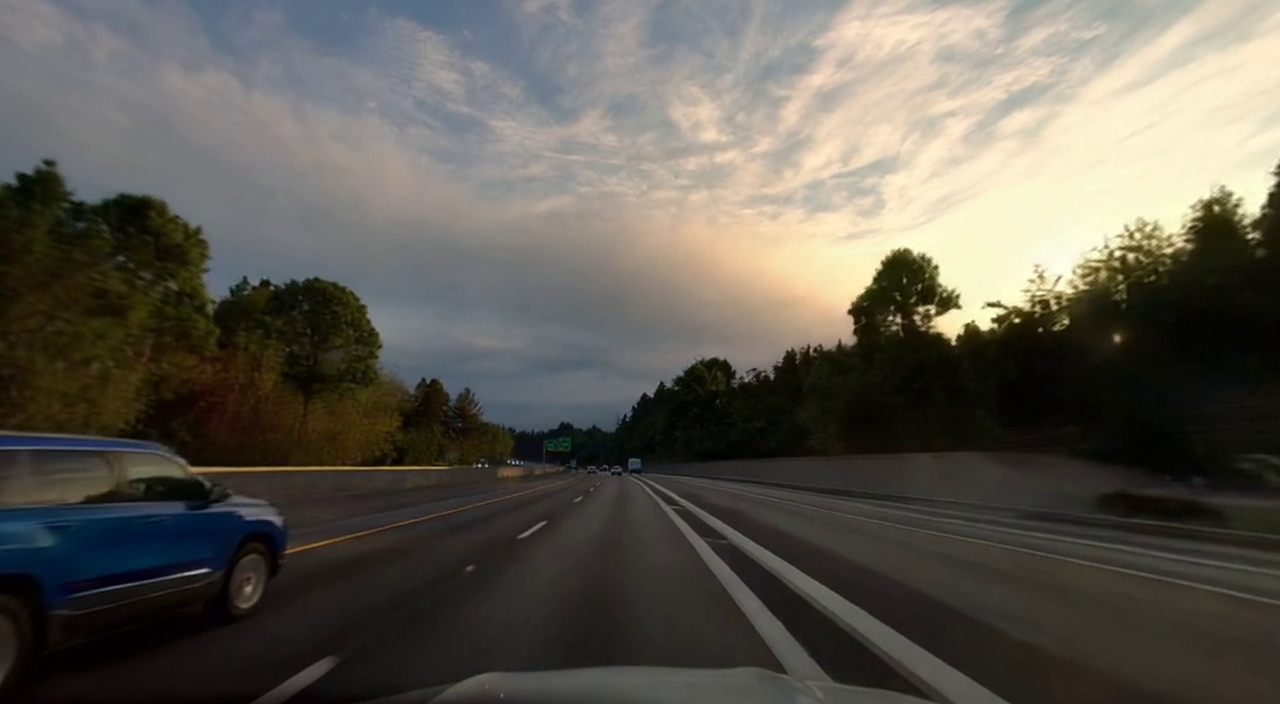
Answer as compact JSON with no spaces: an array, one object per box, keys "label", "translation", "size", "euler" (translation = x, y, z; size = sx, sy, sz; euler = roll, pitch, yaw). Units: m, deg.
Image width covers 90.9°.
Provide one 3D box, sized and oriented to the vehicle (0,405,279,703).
[{"label":"vehicle","translation":[-4.279,1.174,3.787],"size":[2.025,1.584,3.657],"euler":[1,-10,-1]}]
